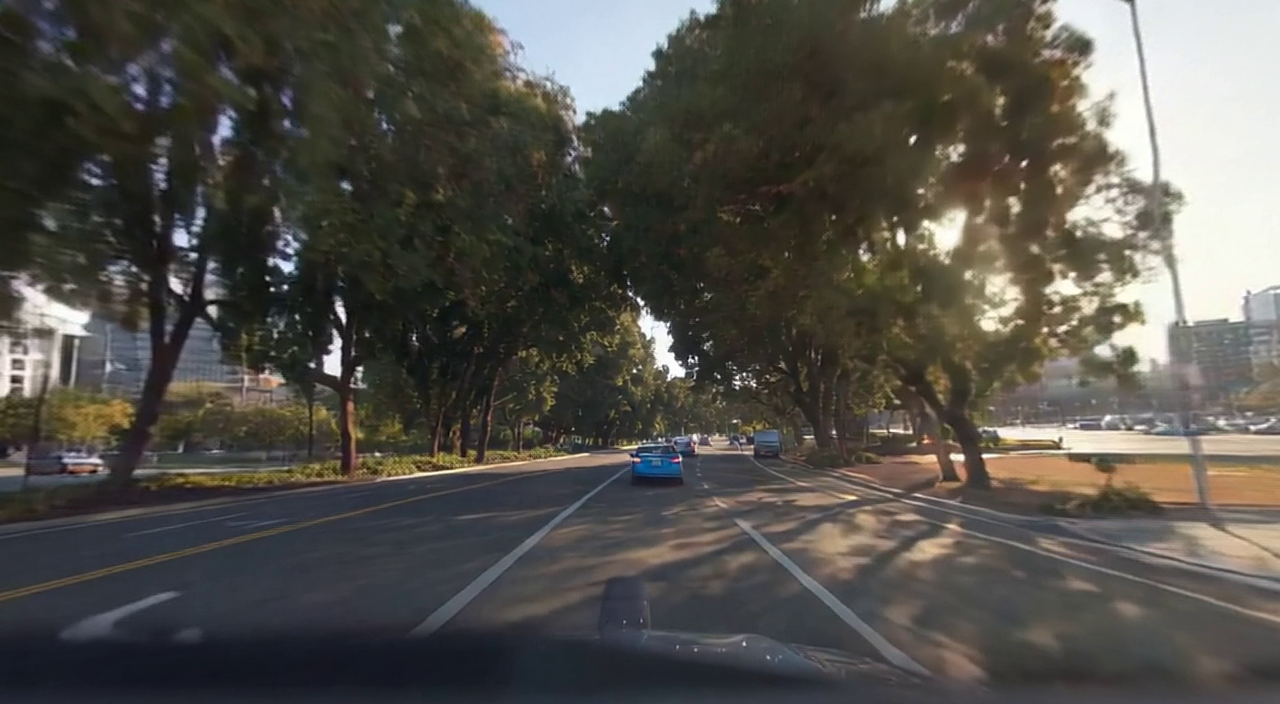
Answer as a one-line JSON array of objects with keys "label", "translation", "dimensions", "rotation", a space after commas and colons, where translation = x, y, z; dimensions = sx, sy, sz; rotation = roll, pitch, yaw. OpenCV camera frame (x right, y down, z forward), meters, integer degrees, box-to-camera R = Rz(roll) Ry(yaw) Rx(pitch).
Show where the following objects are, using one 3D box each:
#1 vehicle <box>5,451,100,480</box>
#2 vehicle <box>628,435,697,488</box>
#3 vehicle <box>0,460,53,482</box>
[{"label": "vehicle", "translation": [-45.326, 8.739, 48.716], "dimensions": [5.621, 1.823, 2.130], "rotation": [-4, -8, 6]}, {"label": "vehicle", "translation": [0.762, 3.478, 20.280], "dimensions": [2.010, 1.535, 3.735], "rotation": [-1, -8, 3]}, {"label": "vehicle", "translation": [-45.499, 8.639, 45.841], "dimensions": [3.873, 1.441, 1.848], "rotation": [-1, -8, 5]}]
